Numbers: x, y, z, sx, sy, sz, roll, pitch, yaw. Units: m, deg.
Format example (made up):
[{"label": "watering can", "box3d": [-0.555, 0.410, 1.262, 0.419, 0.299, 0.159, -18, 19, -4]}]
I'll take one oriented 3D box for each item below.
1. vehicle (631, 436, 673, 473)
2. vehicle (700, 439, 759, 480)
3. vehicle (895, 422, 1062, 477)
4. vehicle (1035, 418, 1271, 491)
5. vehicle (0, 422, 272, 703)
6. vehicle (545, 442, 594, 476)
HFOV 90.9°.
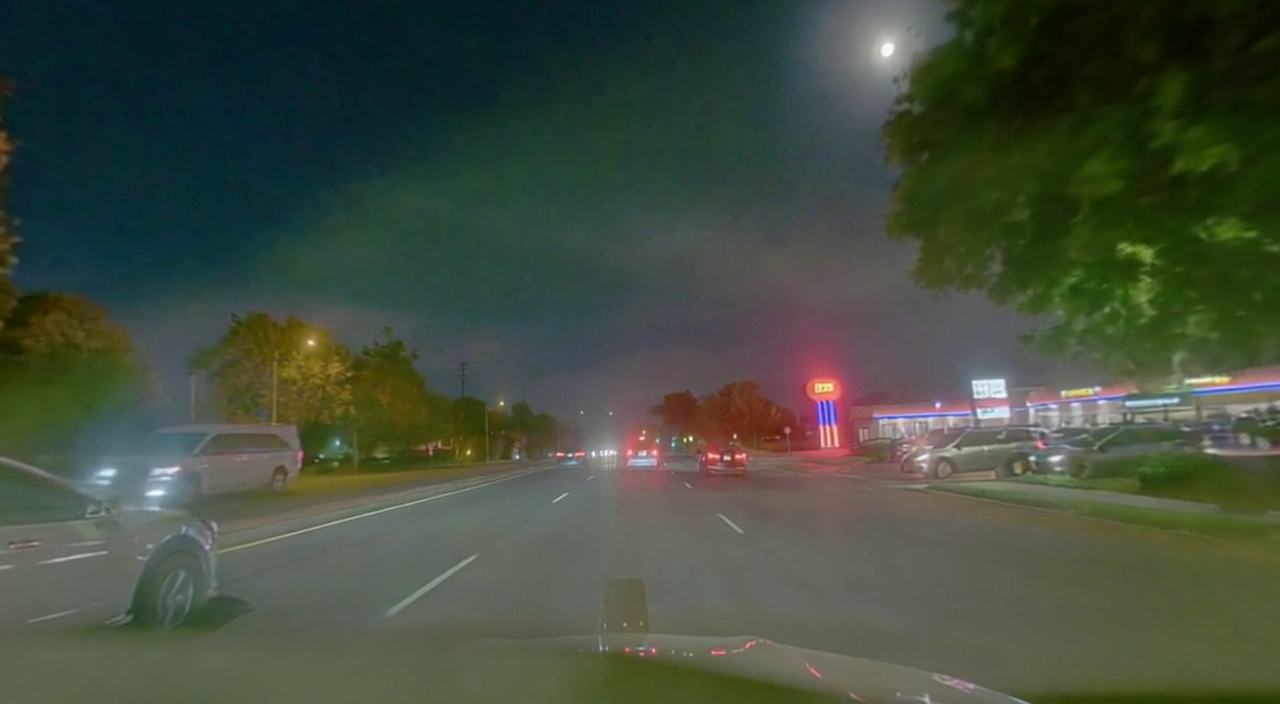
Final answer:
[{"label": "vehicle", "box3d": [0.597, 5.615, 34.582, 2.193, 1.873, 4.033, 0, -9, 0]}, {"label": "vehicle", "box3d": [3.775, 4.586, 27.092, 1.922, 1.579, 3.642, 0, -9, -1]}, {"label": "vehicle", "box3d": [11.638, 3.393, 21.948, 4.808, 1.712, 2.061, -5, -10, 29]}, {"label": "vehicle", "box3d": [11.926, 2.437, 15.175, 1.959, 1.472, 4.473, 0, -9, 1]}, {"label": "vehicle", "box3d": [-4.034, 1.078, 2.974, 1.908, 1.481, 4.351, 0, -9, 1]}, {"label": "vehicle", "box3d": [-3.608, 5.554, 32.943, 2.026, 1.665, 4.193, 0, -9, 1]}]
